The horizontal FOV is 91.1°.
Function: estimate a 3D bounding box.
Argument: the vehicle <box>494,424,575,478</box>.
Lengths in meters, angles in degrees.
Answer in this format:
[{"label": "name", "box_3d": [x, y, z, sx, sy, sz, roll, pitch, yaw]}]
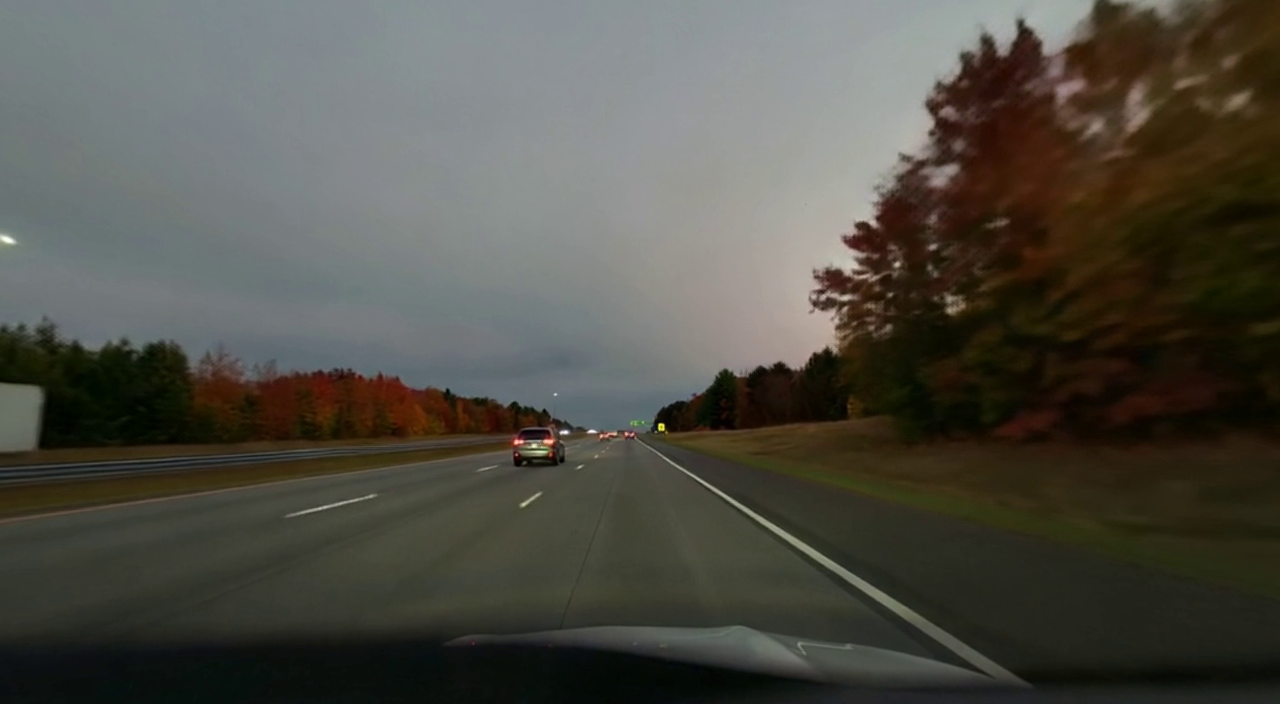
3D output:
[{"label": "vehicle", "box_3d": [-3.506, 3.379, 21.786, 2.057, 1.666, 4.552, 0, -8, -1]}]
